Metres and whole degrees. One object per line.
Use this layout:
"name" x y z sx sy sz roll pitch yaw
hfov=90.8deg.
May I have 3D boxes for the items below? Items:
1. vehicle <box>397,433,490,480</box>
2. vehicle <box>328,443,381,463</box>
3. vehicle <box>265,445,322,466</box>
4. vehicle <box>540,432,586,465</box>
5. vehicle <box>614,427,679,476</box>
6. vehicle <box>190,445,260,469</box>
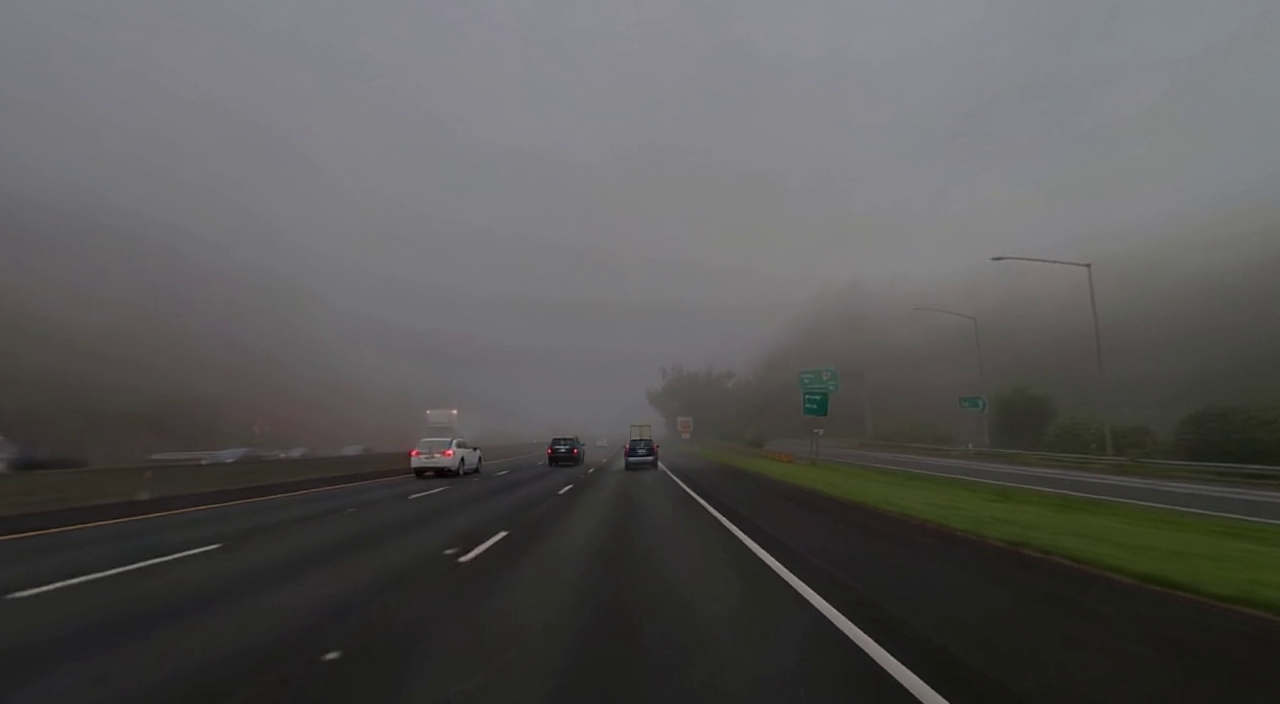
"vehicle" -7.728 4.158 25.403 2.195 1.652 4.733 0 -8 0
"vehicle" -21.347 7.569 47.468 1.839 1.455 4.501 0 -8 0
"vehicle" -25.198 7.555 46.113 1.873 1.435 4.122 0 -8 0
"vehicle" -4.270 5.445 35.598 2.044 1.717 4.421 0 -8 0
"vehicle" 0.191 3.973 25.413 2.378 1.750 4.355 0 -8 -1
"vehicle" -29.020 7.359 44.382 1.813 1.570 4.679 0 -8 -1
